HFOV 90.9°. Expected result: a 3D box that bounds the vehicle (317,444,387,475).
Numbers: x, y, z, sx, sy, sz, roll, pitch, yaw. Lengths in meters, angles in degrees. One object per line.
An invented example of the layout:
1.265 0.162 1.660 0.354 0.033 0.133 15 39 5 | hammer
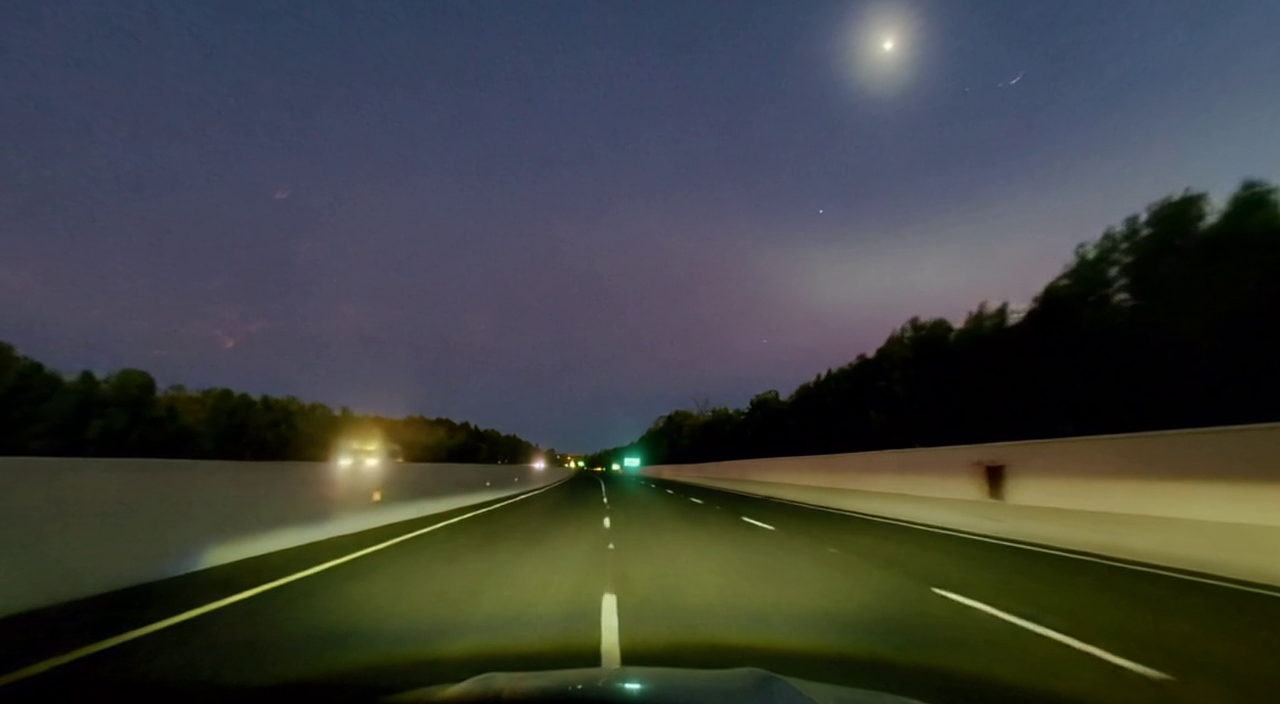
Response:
-15.385 5.815 33.909 1.880 1.501 4.131 2 -10 -2 | vehicle
